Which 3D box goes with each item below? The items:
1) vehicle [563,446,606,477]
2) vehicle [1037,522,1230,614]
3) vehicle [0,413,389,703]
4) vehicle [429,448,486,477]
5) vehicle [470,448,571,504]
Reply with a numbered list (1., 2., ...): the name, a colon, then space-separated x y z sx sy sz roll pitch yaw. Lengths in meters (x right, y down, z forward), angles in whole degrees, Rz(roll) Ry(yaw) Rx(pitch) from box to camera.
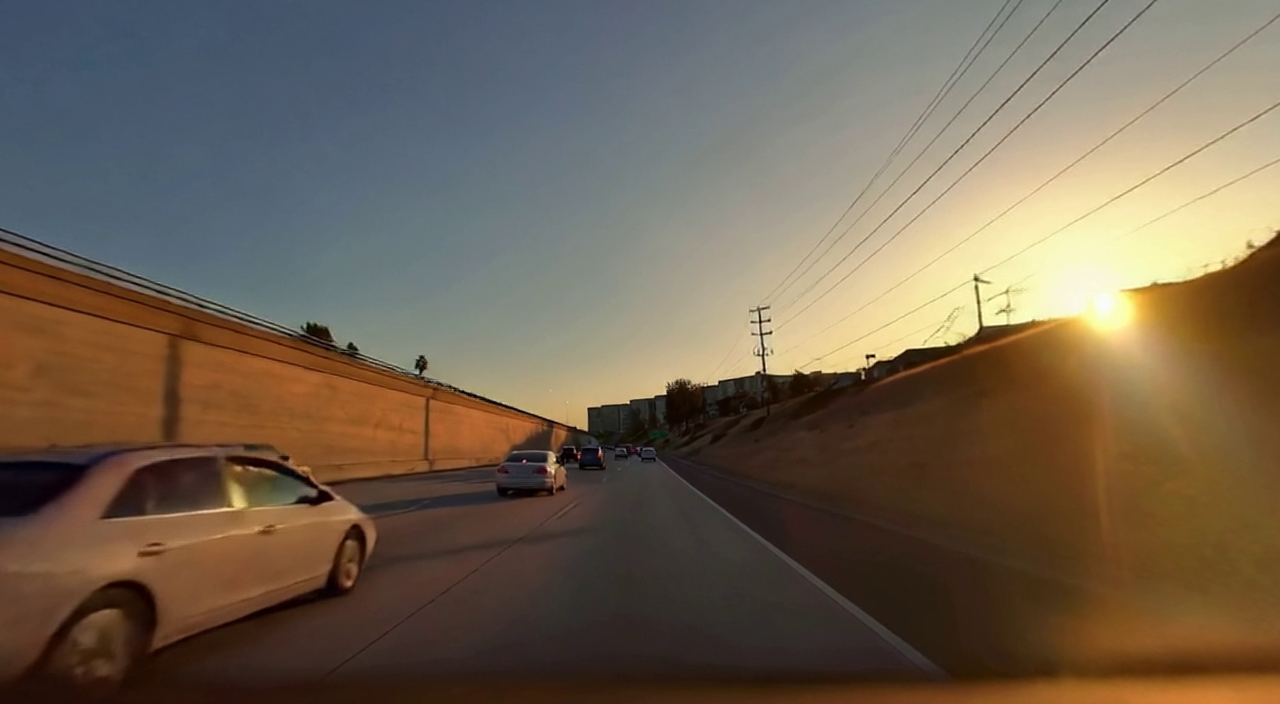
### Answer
1. vehicle: -3.286 6.541 38.107 2.052 1.731 4.372 0 -8 2
2. vehicle: 12.452 5.434 16.281 1.853 1.586 3.727 0 -8 -2
3. vehicle: -3.540 1.260 4.221 1.939 1.511 4.246 0 -8 0
4. vehicle: -11.072 6.702 38.620 1.951 1.628 4.617 0 -8 2
5. vehicle: -3.391 3.598 18.809 2.056 1.449 4.330 0 -8 1
